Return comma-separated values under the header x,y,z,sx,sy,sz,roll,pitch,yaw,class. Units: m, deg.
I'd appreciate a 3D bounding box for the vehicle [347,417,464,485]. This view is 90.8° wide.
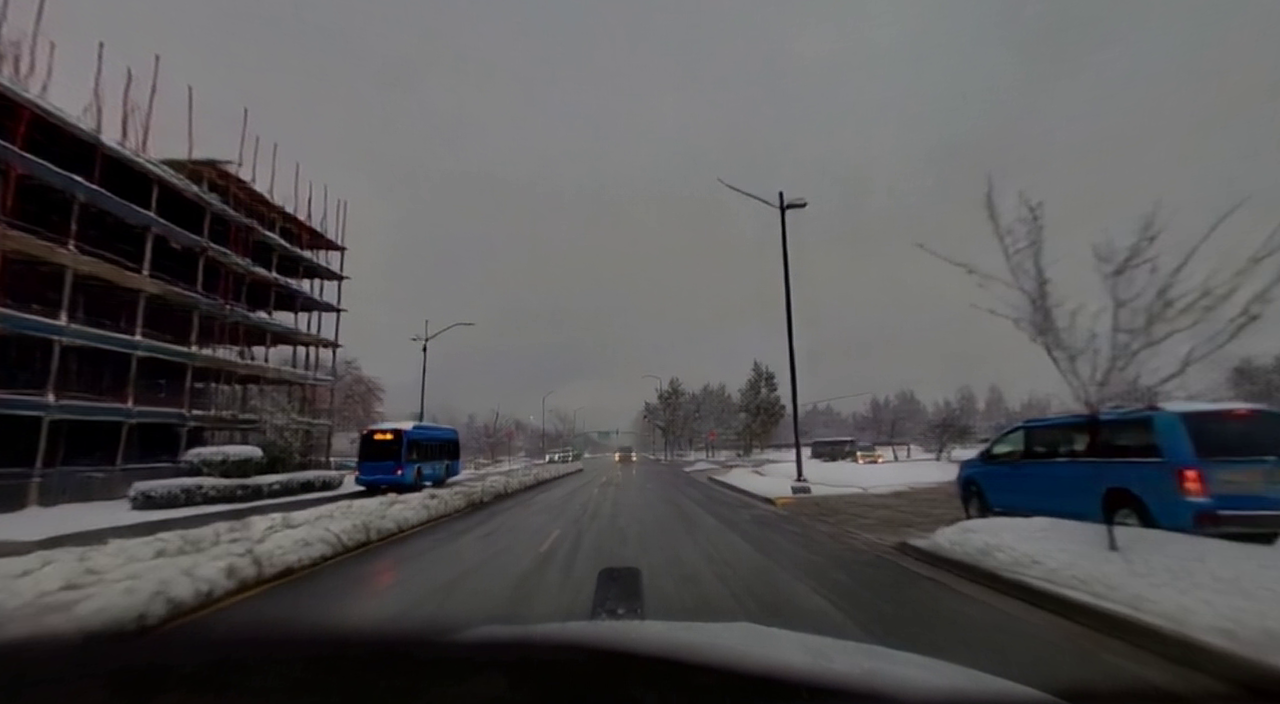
x,y,z,sx,sy,sz,roll,pitch,yaw,class
-10.538,4.563,29.181,2.979,2.803,5.962,0,-9,1,vehicle

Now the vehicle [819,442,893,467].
x,y,z,sx,sy,sz,roll,pitch,yaw,class
13.393,6.396,39.253,3.897,1.470,1.829,1,-10,-2,vehicle

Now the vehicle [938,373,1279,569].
x,y,z,sx,sy,sz,roll,pitch,yaw,class
6.986,1.662,9.184,2.267,1.911,5.816,1,-10,-2,vehicle
